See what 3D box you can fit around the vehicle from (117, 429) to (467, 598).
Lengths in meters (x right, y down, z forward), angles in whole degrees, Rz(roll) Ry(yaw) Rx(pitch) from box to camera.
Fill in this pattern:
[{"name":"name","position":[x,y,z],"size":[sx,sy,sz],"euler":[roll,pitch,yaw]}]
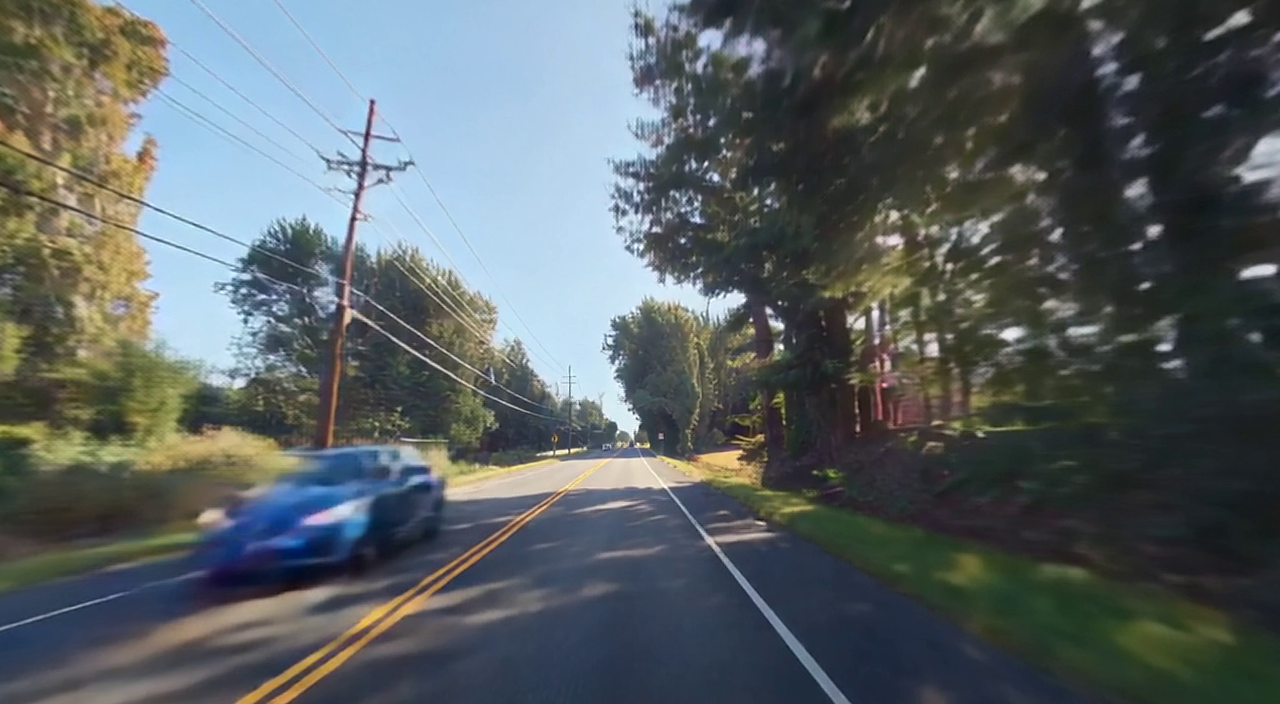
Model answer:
[{"name":"vehicle","position":[-3.818,1.818,8.025],"size":[2.030,1.552,4.188],"euler":[0,-9,0]}]
